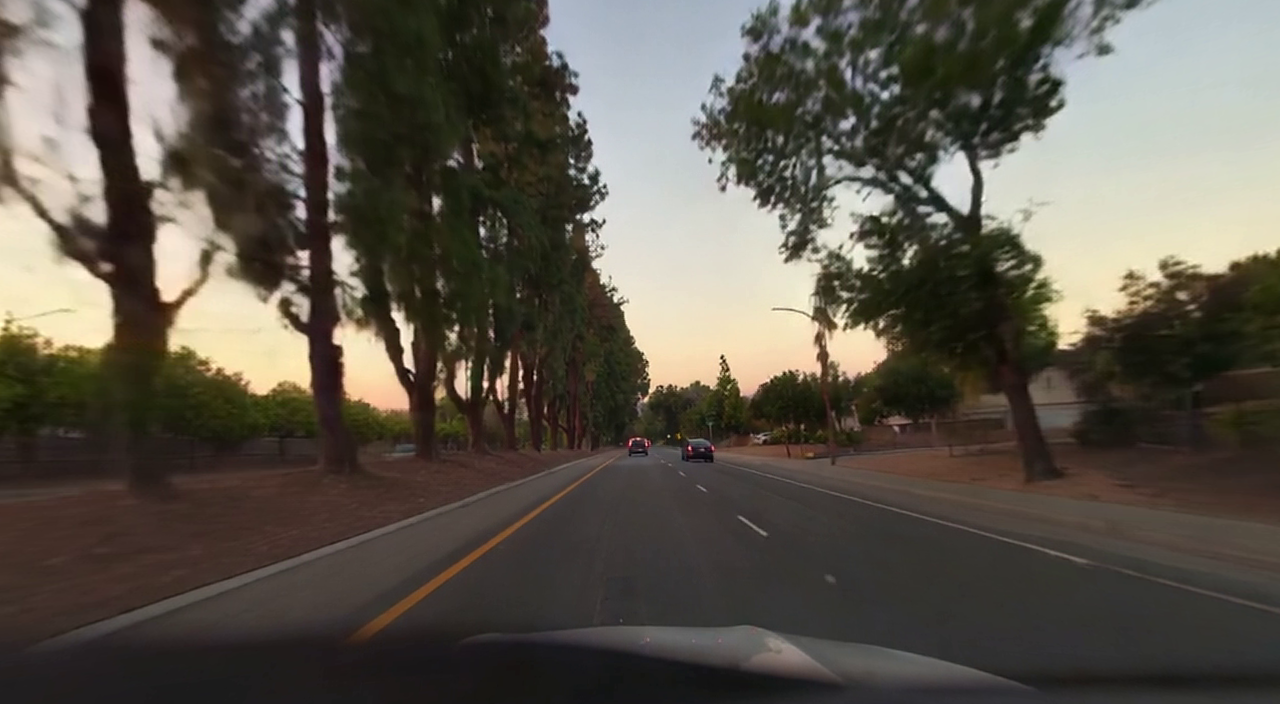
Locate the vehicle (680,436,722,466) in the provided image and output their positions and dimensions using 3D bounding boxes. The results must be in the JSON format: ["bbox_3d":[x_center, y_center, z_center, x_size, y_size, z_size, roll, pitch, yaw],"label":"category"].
[{"bbox_3d":[3.485,5.778,36.883,1.888,1.640,4.044,0,-8,-2],"label":"vehicle"}]

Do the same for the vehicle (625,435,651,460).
[{"bbox_3d":[-0.183,7.502,49.667,1.925,1.799,4.257,0,-8,0],"label":"vehicle"}]
